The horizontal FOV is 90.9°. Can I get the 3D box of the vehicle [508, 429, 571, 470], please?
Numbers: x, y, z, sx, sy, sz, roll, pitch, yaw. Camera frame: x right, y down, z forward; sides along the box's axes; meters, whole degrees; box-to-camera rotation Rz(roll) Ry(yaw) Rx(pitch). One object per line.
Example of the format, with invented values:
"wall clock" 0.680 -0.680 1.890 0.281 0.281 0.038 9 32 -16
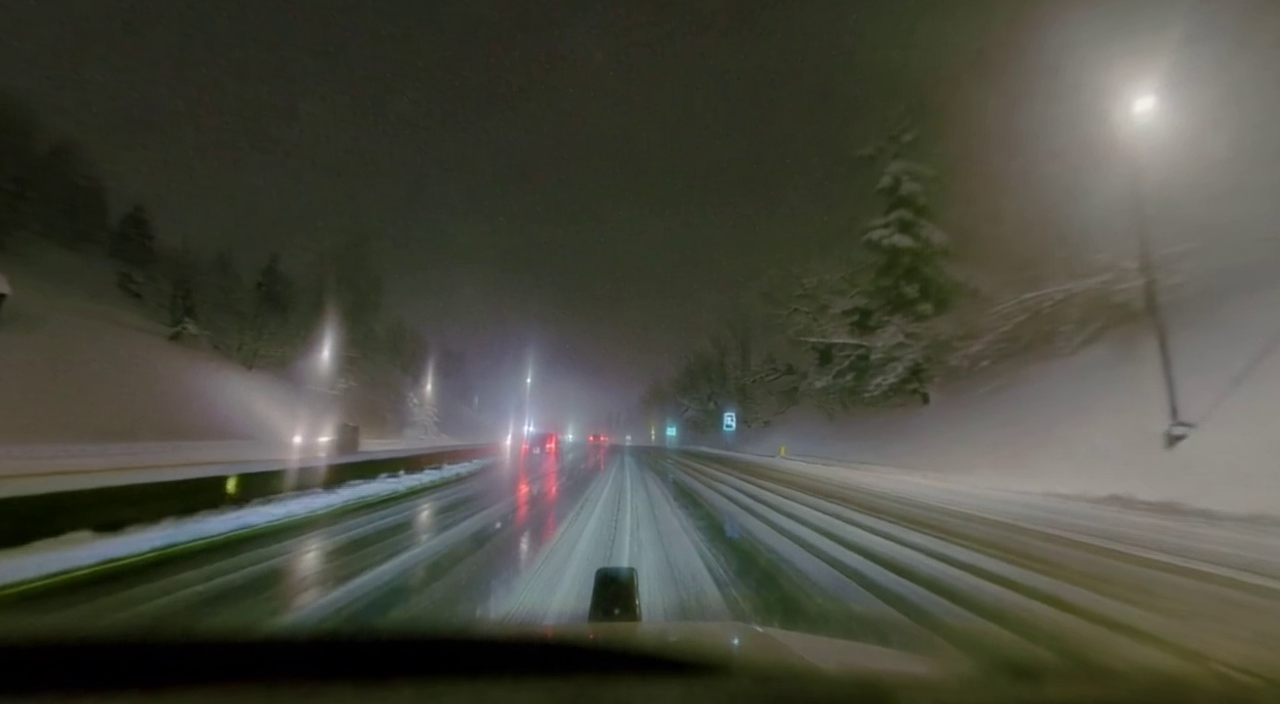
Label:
"vehicle" -4.180 4.121 26.954 2.062 1.591 4.156 0 -8 -1
